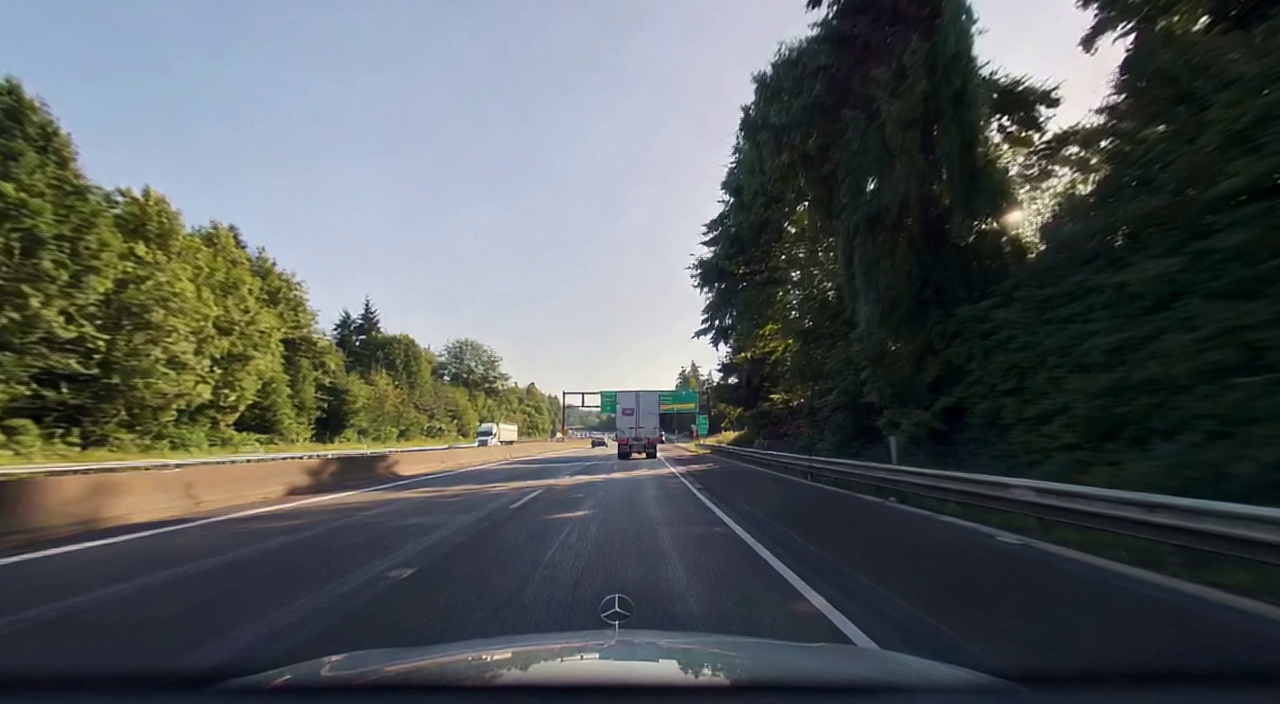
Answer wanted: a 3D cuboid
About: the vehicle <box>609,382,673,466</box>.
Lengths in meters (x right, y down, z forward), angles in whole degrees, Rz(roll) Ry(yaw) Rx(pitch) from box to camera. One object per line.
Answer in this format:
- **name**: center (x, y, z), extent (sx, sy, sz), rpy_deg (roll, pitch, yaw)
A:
- **vehicle**: center (-0.025, 3.808, 32.466), extent (2.855, 3.741, 8.587), rpy_deg (0, -8, -1)
